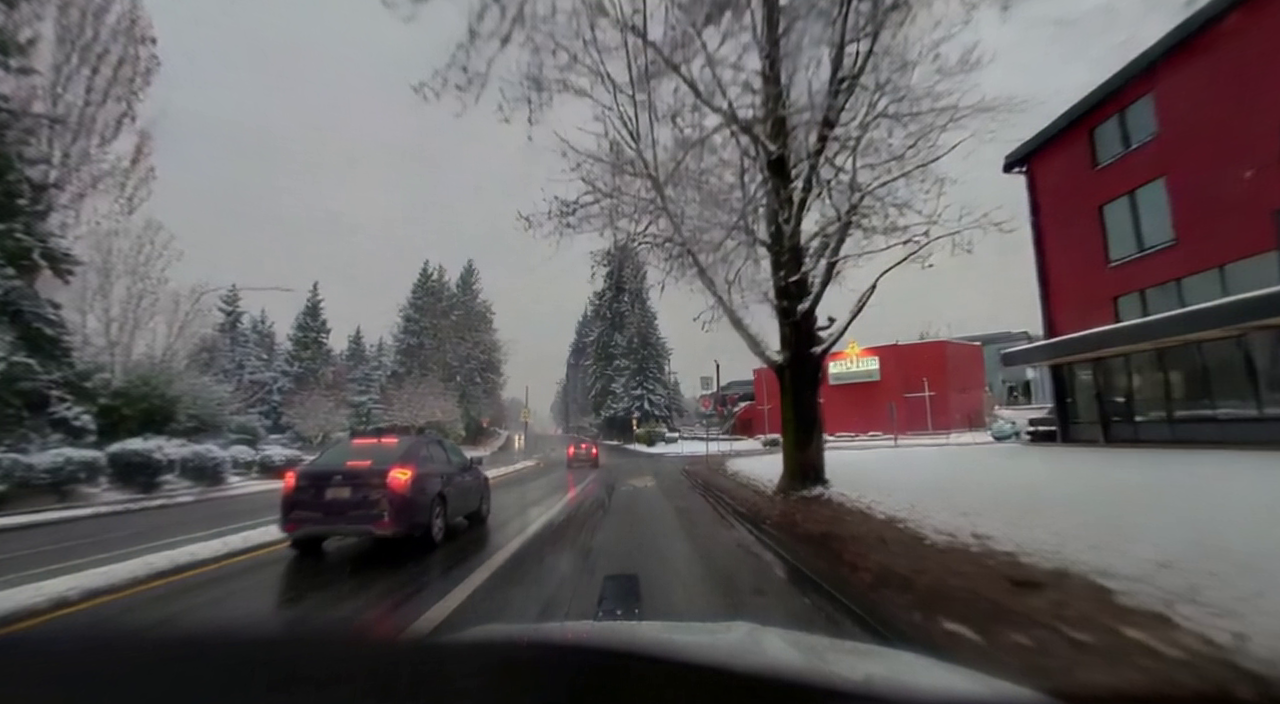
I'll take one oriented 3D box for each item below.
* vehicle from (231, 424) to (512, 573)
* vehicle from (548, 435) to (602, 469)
[{"bbox_3d":[-3.164,1.776,8.590,1.853,1.478,4.381,0,-8,1],"label":"vehicle"},{"bbox_3d":[-2.965,4.632,29.440,1.962,1.424,4.289,0,-8,1],"label":"vehicle"}]
